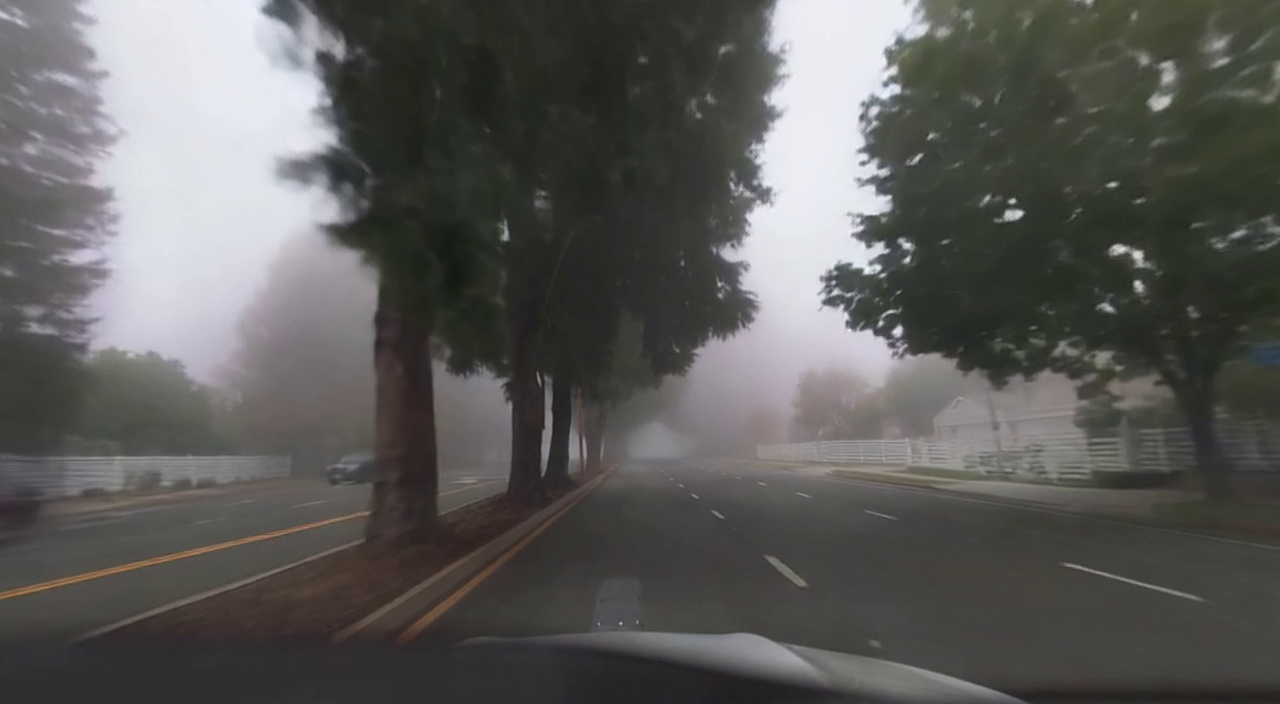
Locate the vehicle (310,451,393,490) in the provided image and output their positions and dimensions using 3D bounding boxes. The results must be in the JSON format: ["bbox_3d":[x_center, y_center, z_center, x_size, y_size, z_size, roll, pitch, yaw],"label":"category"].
[{"bbox_3d":[-14.487,5.943,32.021,1.919,1.700,4.685,-1,-8,1],"label":"vehicle"}]

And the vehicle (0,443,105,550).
[{"bbox_3d":[-10.473,2.100,8.950,2.011,1.553,4.390,0,-8,-2],"label":"vehicle"}]
